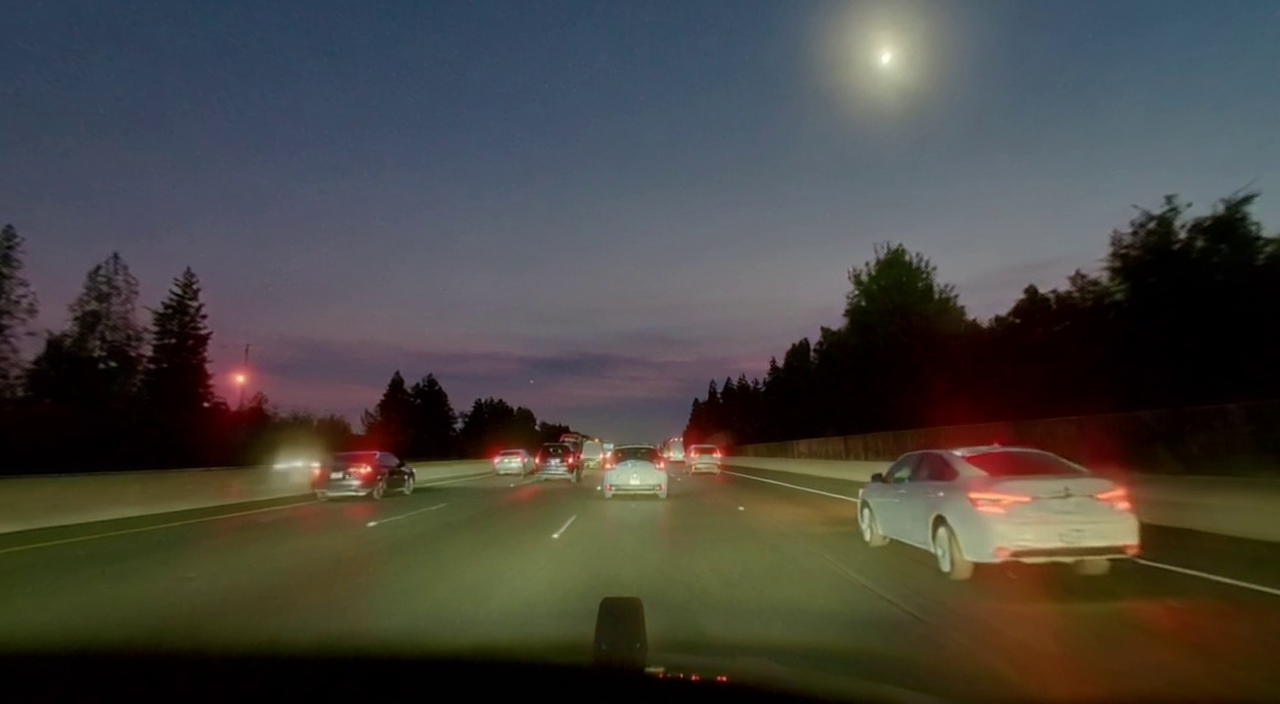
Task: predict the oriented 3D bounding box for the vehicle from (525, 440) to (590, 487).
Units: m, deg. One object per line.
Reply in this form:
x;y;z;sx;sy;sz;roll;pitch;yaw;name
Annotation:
-3.421;4.732;27.056;2.142;1.808;4.266;0;-9;1;vehicle

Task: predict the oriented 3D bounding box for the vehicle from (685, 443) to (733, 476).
3.959;6.273;37.076;2.175;1.830;5.173;0;-9;-1;vehicle

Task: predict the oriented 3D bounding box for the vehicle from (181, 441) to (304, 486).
-16.701;4.688;26.837;2.096;1.725;4.835;0;-9;0;vehicle

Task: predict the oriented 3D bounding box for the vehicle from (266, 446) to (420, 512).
-7.743;3.312;17.004;1.927;1.514;4.474;0;-9;0;vehicle

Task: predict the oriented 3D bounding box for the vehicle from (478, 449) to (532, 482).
-7.109;5.977;33.559;1.931;1.617;4.060;0;-9;1;vehicle

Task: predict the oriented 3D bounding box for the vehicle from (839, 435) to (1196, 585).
4.536;1.936;8.700;2.006;1.474;4.669;0;-9;0;vehicle

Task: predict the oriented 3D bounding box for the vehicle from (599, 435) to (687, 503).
0.110;3.297;18.177;2.223;1.722;4.177;0;-9;1;vehicle
